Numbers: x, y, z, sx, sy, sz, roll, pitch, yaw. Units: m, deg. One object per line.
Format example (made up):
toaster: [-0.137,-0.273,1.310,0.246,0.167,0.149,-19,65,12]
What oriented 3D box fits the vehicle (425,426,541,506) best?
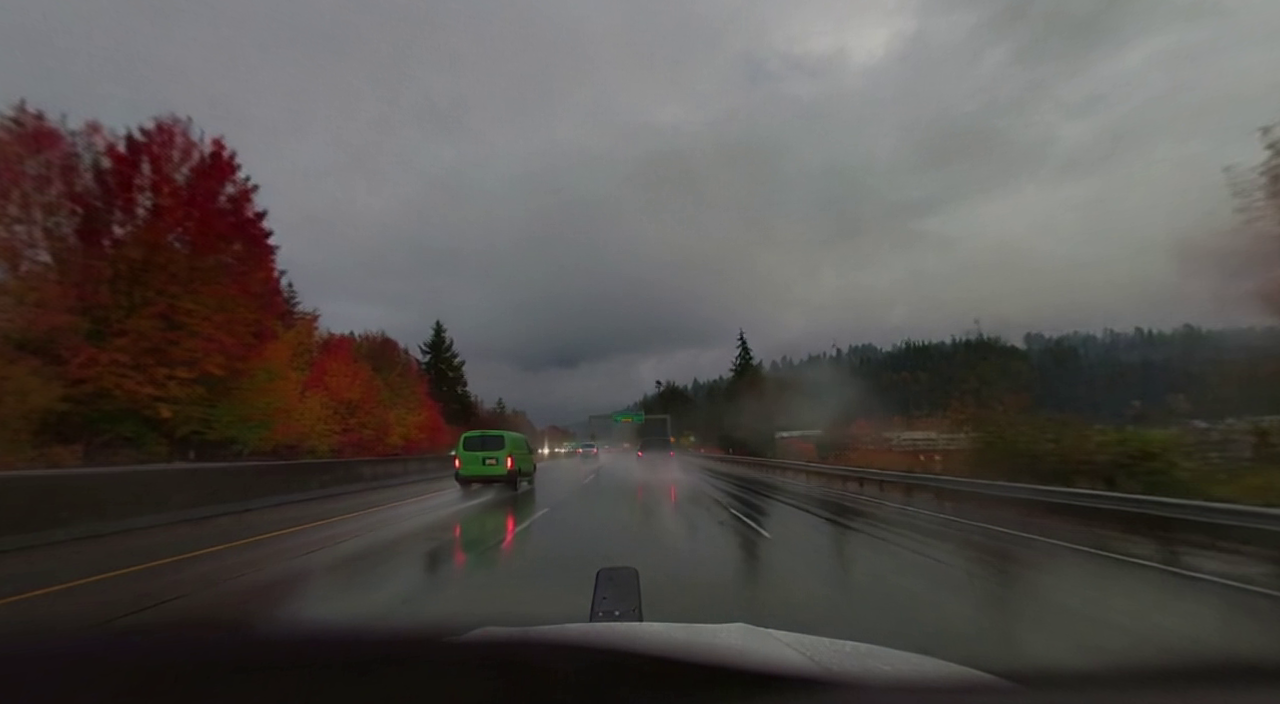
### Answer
vehicle: [-3.879,2.908,16.248,2.021,1.790,3.907,0,-9,-1]

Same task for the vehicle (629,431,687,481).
vehicle: [0.664,4.456,26.921,2.179,1.930,4.538,0,-9,-2]
